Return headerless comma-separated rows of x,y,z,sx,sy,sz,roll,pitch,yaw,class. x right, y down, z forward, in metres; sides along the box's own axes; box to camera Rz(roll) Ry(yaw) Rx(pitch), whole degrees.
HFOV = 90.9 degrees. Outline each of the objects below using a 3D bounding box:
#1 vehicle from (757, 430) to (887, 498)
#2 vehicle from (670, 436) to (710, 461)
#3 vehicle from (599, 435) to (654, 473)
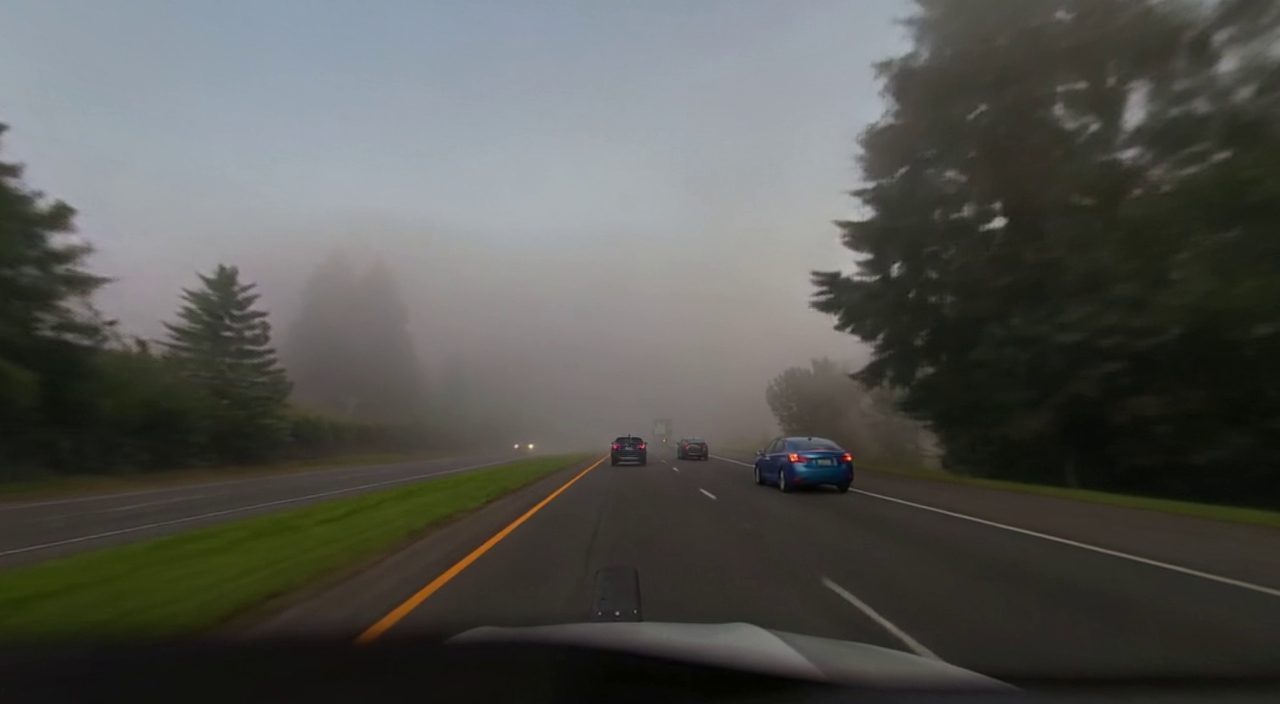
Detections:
4.531,2.822,16.439,2.066,1.526,4.216,0,-8,-1,vehicle
3.097,6.060,39.916,2.004,1.469,4.472,0,-8,-2,vehicle
-0.575,4.223,26.520,2.143,1.466,3.693,0,-8,-1,vehicle
